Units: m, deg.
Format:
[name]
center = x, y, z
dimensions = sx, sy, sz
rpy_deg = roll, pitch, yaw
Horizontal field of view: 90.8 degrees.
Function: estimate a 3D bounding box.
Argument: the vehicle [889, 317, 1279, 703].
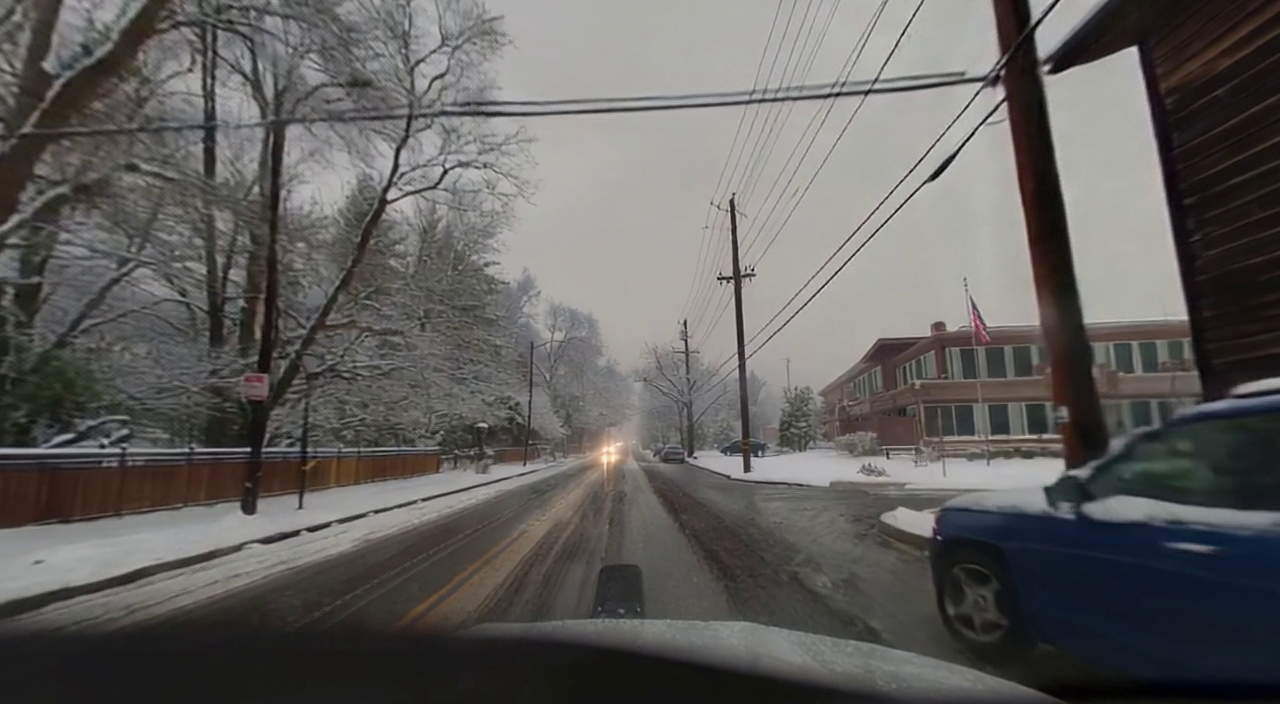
[vehicle]
center = 3.306, 0.888, 2.946
dimensions = 2.203, 1.787, 4.704
rpy_deg = 0, -8, -2
